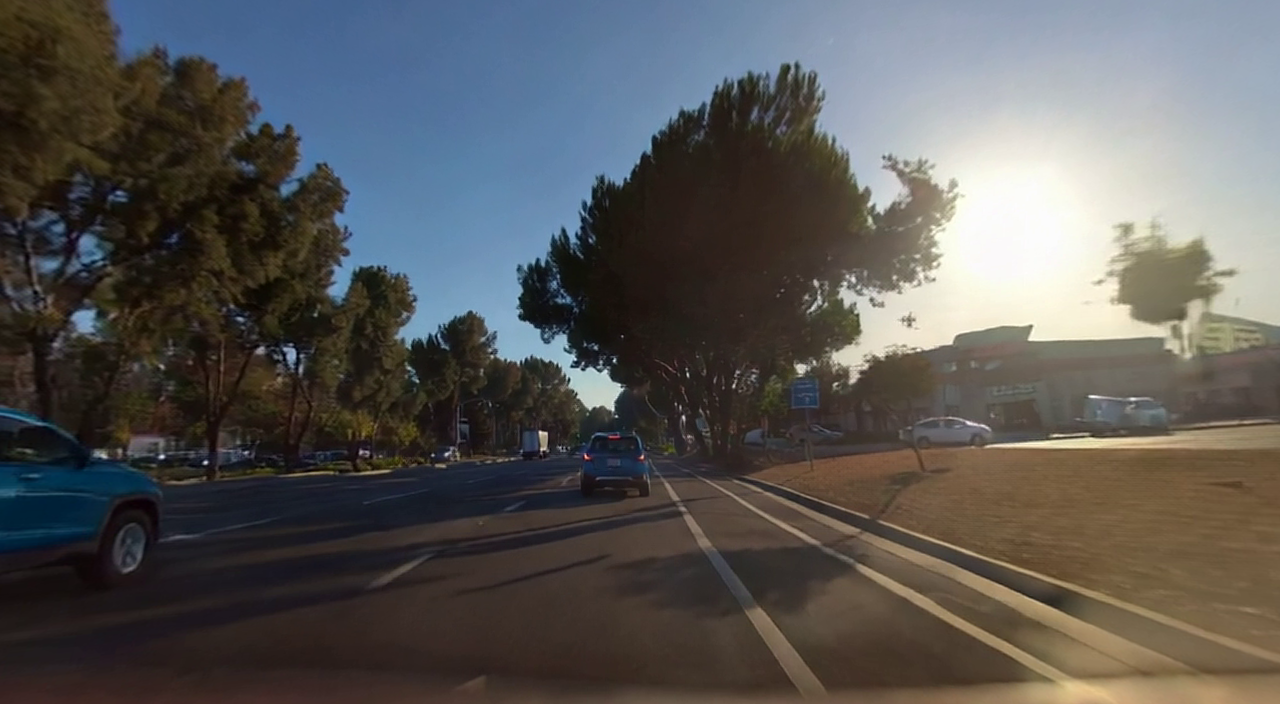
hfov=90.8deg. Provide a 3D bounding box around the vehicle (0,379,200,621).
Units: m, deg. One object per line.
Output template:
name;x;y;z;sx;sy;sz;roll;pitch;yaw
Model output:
vehicle;-5.943;1.107;4.712;2.178;1.819;4.530;1;-9;-3

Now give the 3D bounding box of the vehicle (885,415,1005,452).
vehicle;13.011;3.504;27.097;4.204;1.486;1.781;0;-8;0

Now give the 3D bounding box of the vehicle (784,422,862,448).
vehicle;12.909;5.891;44.802;4.873;1.796;1.990;0;-8;0

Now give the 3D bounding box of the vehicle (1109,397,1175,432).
vehicle;26.774;3.385;33.813;1.895;1.576;4.434;-5;-10;28

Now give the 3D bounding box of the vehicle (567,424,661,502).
vehicle;-0.610;2.861;16.592;2.131;1.761;4.242;0;-9;-1
